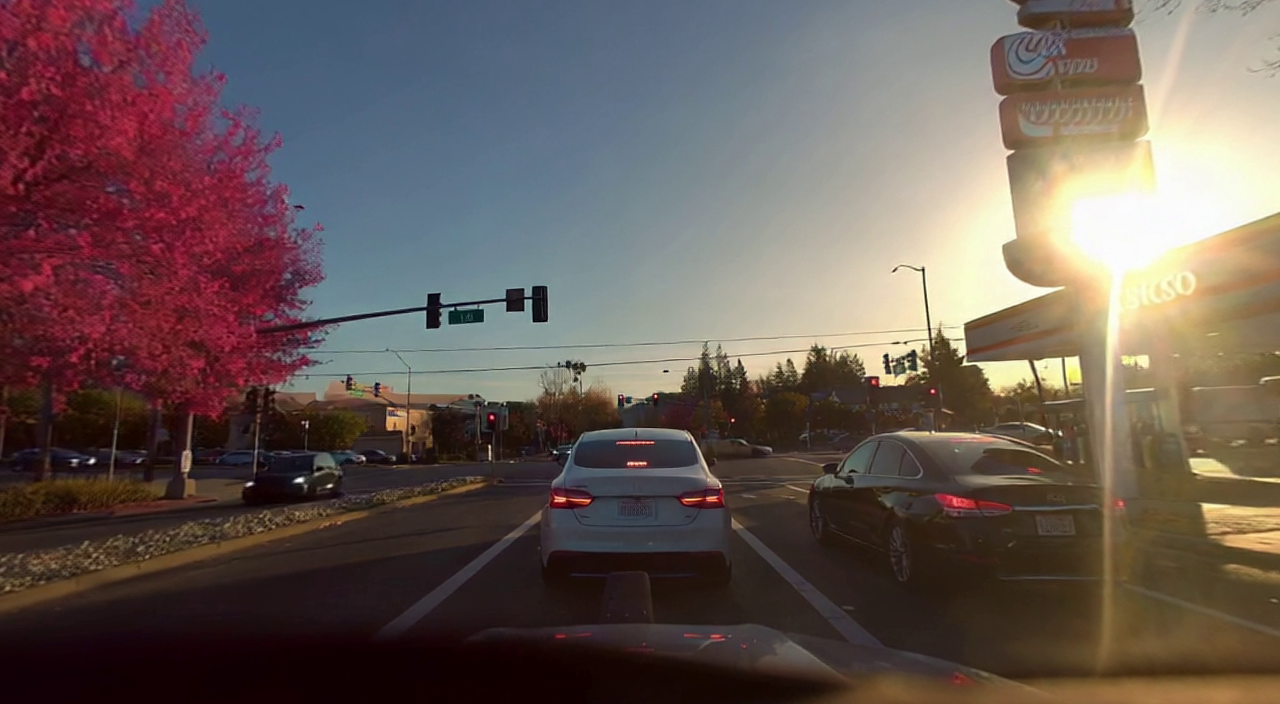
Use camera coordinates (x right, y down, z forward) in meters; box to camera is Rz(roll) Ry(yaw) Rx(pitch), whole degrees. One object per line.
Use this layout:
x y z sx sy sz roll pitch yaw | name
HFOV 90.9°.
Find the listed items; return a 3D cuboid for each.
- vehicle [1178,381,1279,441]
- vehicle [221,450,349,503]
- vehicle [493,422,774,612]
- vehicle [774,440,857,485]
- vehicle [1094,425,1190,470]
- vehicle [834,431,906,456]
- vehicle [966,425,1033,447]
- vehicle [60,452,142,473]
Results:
43.343 4.063 42.856 10.890 3.868 3.021 0 -8 -4 | vehicle
-11.310 3.951 20.515 1.944 1.465 4.609 1 -8 -7 | vehicle
-0.064 1.606 7.081 2.213 1.482 4.057 0 -8 0 | vehicle
6.554 4.155 24.071 1.942 1.511 4.390 0 -8 0 | vehicle
18.587 3.508 23.272 4.300 1.495 2.053 8 -11 -43 | vehicle
16.370 6.519 44.928 4.622 1.675 2.022 -3 -9 21 | vehicle
27.394 6.445 48.064 3.968 1.572 1.740 0 -9 4 | vehicle
-39.578 8.106 46.313 4.511 1.407 1.764 -1 -8 5 | vehicle
